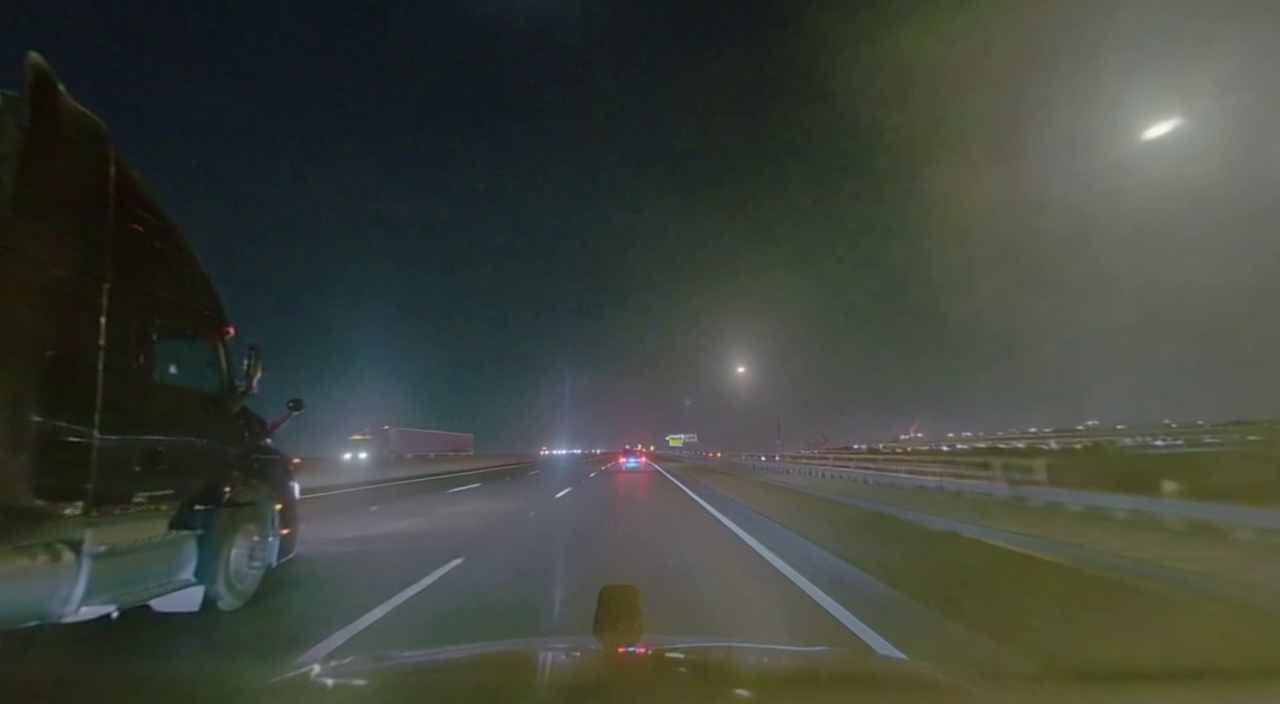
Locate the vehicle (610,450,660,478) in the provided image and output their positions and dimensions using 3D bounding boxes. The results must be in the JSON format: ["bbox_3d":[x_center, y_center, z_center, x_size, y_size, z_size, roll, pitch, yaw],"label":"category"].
[{"bbox_3d":[-0.293,5.812,32.864,2.398,1.336,5.698,0,-9,-1],"label":"vehicle"}]

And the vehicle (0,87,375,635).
[{"bbox_3d":[-4.183,0.134,4.911,3.036,3.291,2.419,0,-9,-2],"label":"vehicle"}]
